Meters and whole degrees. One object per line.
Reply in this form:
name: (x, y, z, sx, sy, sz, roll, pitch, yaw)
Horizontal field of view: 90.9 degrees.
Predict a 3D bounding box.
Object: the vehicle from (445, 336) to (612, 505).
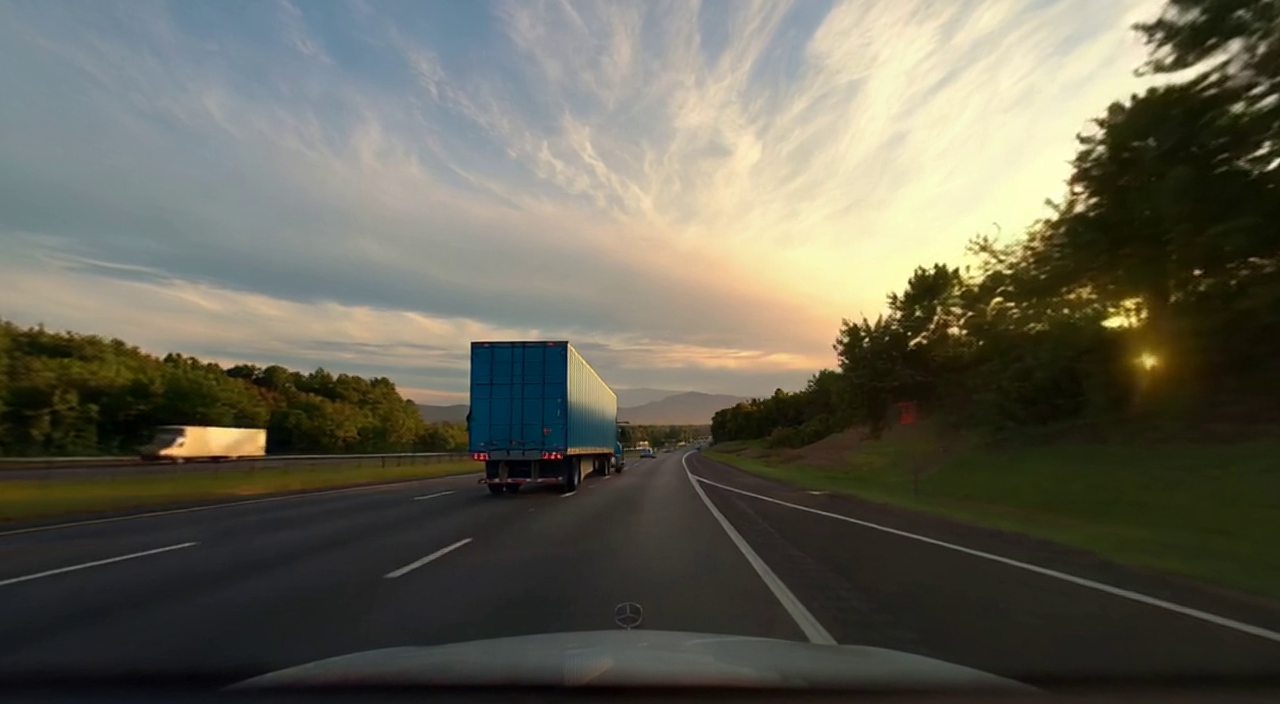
vehicle: (-3.008, 2.729, 22.573, 2.851, 4.098, 14.436, 0, -9, 2)
